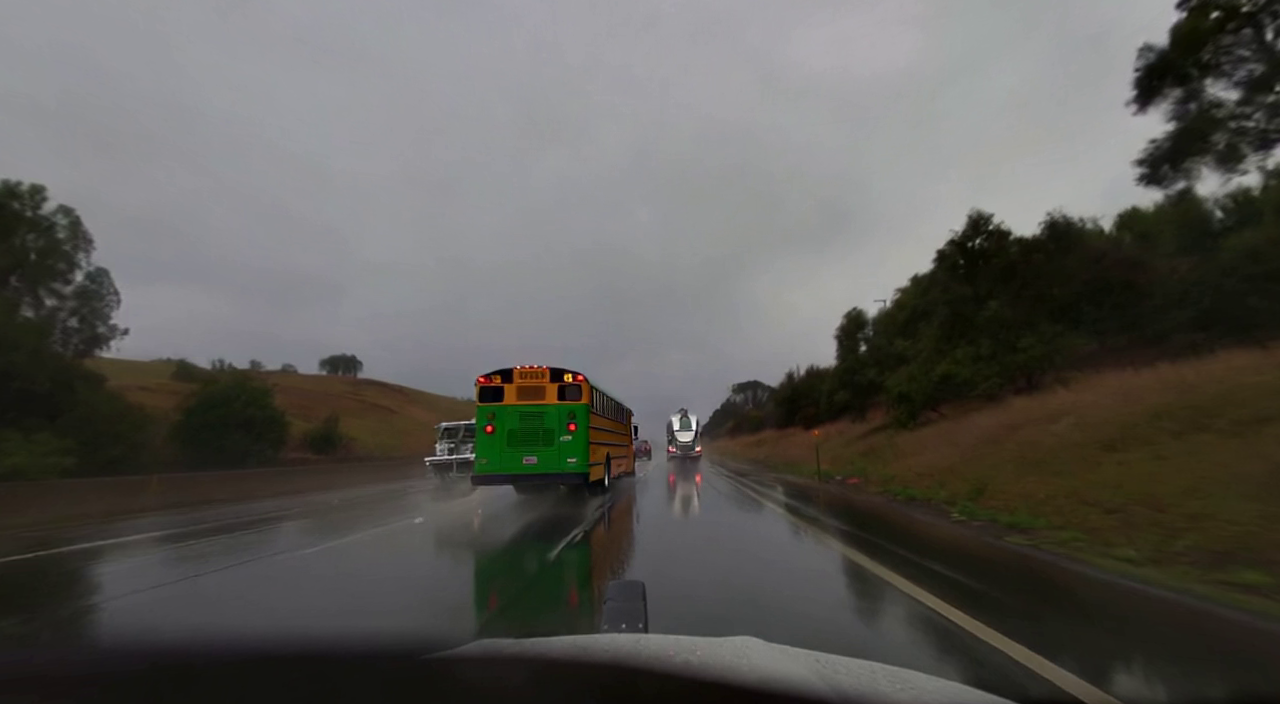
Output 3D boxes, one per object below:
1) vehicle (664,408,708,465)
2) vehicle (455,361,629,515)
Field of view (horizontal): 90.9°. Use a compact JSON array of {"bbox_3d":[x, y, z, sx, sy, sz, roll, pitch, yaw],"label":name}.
[{"bbox_3d":[3.160,6.057,44.750,2.716,3.705,7.018,0,-9,1],"label":"vehicle"},{"bbox_3d":[-2.169,2.576,18.714,2.948,3.265,10.569,0,-8,3],"label":"vehicle"}]
